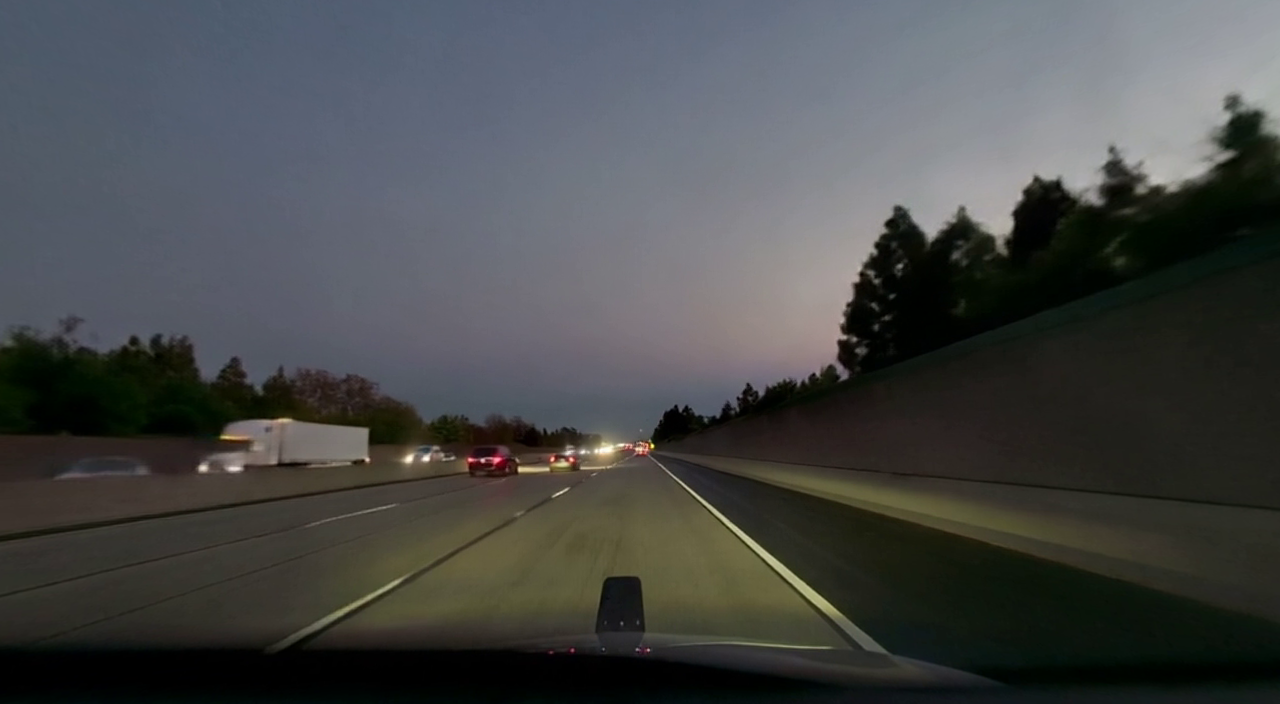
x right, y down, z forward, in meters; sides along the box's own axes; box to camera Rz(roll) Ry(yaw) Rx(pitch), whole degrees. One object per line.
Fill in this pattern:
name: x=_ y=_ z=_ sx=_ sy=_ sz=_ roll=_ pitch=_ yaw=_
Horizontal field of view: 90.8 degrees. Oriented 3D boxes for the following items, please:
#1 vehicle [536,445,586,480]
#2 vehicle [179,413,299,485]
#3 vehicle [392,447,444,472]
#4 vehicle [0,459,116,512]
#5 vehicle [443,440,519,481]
vehicle: x=-3.705 y=5.239 z=30.152 sx=1.893 sy=1.521 sz=3.742 roll=0 pitch=-9 yaw=0
vehicle: x=-23.686 y=5.776 z=37.772 sx=3.078 sy=3.930 sz=5.988 roll=0 pitch=-9 yaw=0
vehicle: x=-16.512 y=8.013 z=47.197 sx=2.032 sy=1.783 sz=4.980 roll=0 pitch=-9 yaw=1
vehicle: x=-19.697 y=4.241 z=20.311 sx=1.803 sy=1.474 sz=4.460 roll=0 pitch=-9 yaw=0
vehicle: x=-7.197 y=4.989 z=29.181 sx=2.173 sy=1.722 sz=4.869 roll=0 pitch=-9 yaw=1
